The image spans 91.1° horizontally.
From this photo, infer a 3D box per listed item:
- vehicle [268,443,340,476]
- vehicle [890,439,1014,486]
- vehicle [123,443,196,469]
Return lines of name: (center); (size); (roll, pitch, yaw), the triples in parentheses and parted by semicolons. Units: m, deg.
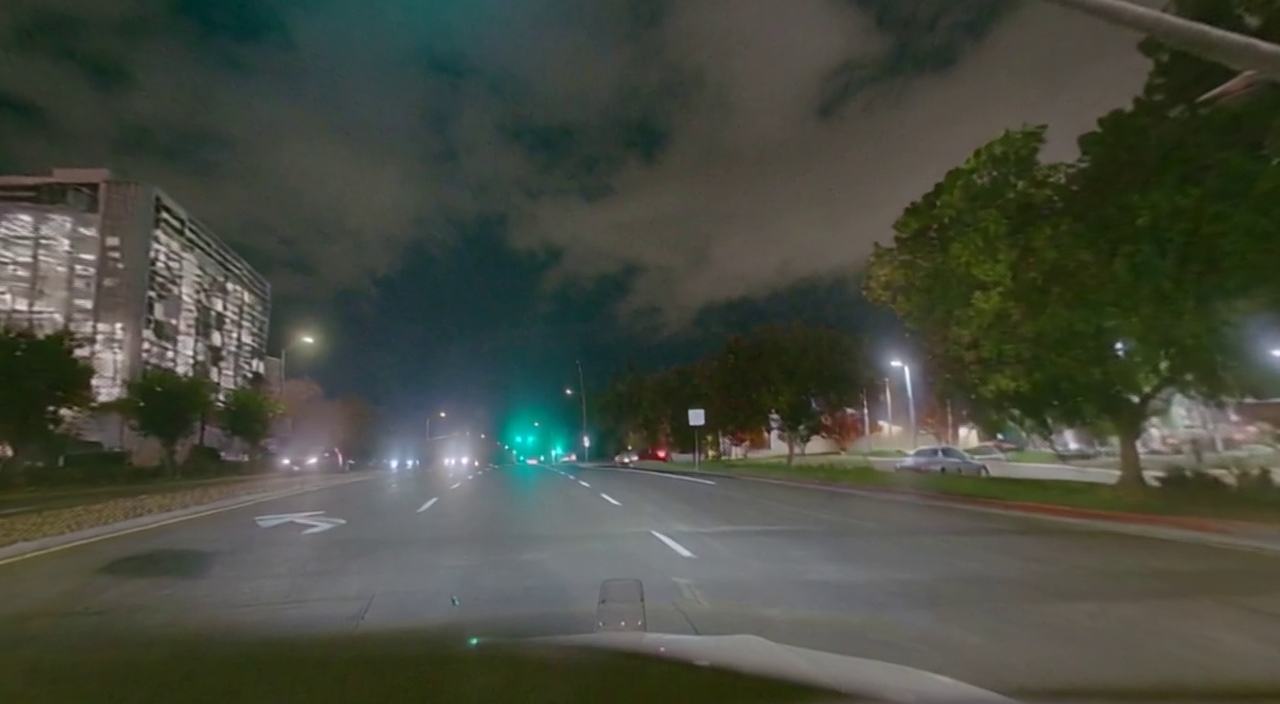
vehicle: (-17.699, 5.656, 33.299); (2.060, 1.618, 4.203); (1, -9, -10)
vehicle: (12.770, 4.552, 25.816); (4.030, 1.483, 1.859); (-2, -14, -10)
vehicle: (-37.541, 8.161, 49.138); (3.770, 1.737, 2.102); (2, -16, -13)
